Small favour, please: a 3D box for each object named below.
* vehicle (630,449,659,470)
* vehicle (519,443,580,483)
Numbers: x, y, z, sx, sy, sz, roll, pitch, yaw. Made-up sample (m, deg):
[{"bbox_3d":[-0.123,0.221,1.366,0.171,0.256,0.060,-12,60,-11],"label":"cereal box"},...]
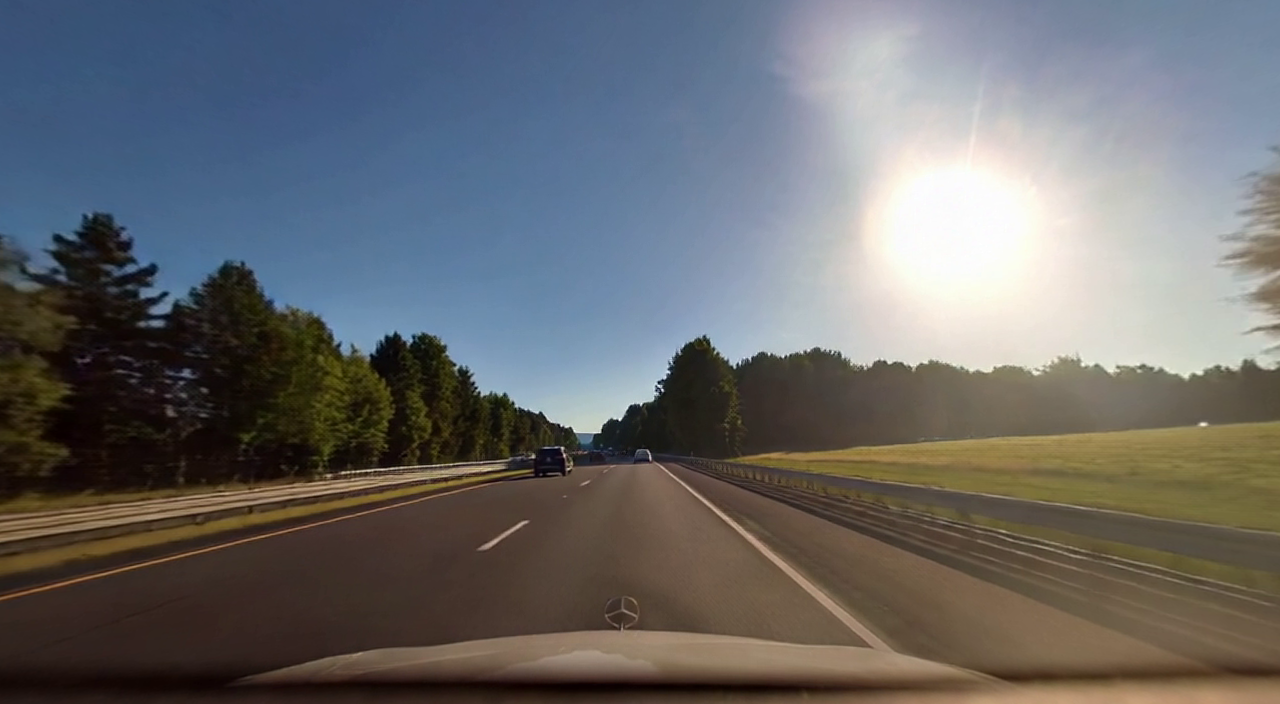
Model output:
[{"bbox_3d":[0.282,7.831,46.130,2.046,1.452,4.407,0,-9,0],"label":"vehicle"},{"bbox_3d":[-4.014,5.011,28.726,2.100,1.667,4.223,0,-9,1],"label":"vehicle"}]
